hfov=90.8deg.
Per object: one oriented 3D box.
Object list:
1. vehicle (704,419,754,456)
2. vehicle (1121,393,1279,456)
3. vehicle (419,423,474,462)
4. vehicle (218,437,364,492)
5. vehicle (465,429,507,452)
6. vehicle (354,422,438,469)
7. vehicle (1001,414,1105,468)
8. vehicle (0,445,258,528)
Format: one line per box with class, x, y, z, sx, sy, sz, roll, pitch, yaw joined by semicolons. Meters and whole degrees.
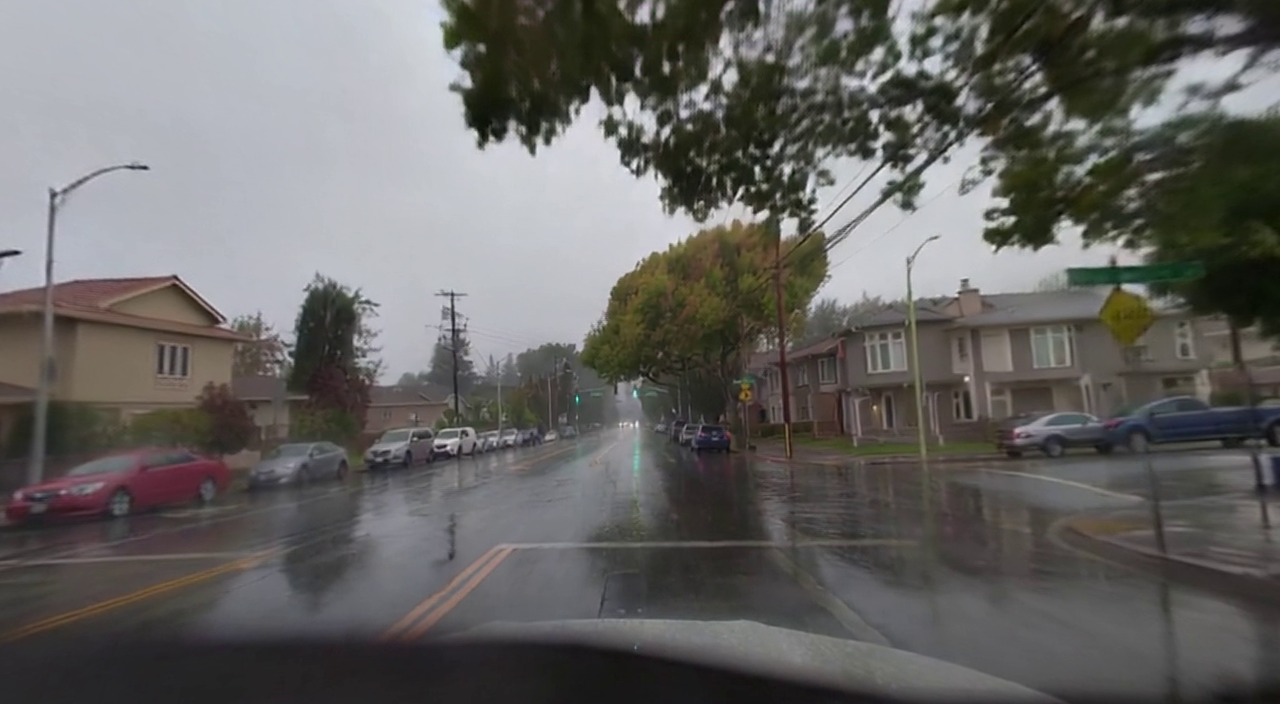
vehicle;4.329;4.292;31.440;1.867;1.680;4.176;0;-9;0
vehicle;19.501;2.456;21.153;4.973;1.974;2.140;0;-9;-1
vehicle;-11.352;5.271;37.306;1.926;1.998;4.447;-4;-6;-2
vehicle;-11.111;3.594;20.600;2.082;1.540;4.654;0;-8;0
vehicle;-11.221;6.492;46.200;2.051;1.520;4.374;0;-8;-1
vehicle;-11.180;4.341;29.384;2.056;1.980;4.763;0;-8;-1
vehicle;13.843;2.915;21.064;2.122;1.474;4.313;-10;-9;41
vehicle;-11.066;2.858;14.129;1.970;1.523;4.702;-1;-8;2
